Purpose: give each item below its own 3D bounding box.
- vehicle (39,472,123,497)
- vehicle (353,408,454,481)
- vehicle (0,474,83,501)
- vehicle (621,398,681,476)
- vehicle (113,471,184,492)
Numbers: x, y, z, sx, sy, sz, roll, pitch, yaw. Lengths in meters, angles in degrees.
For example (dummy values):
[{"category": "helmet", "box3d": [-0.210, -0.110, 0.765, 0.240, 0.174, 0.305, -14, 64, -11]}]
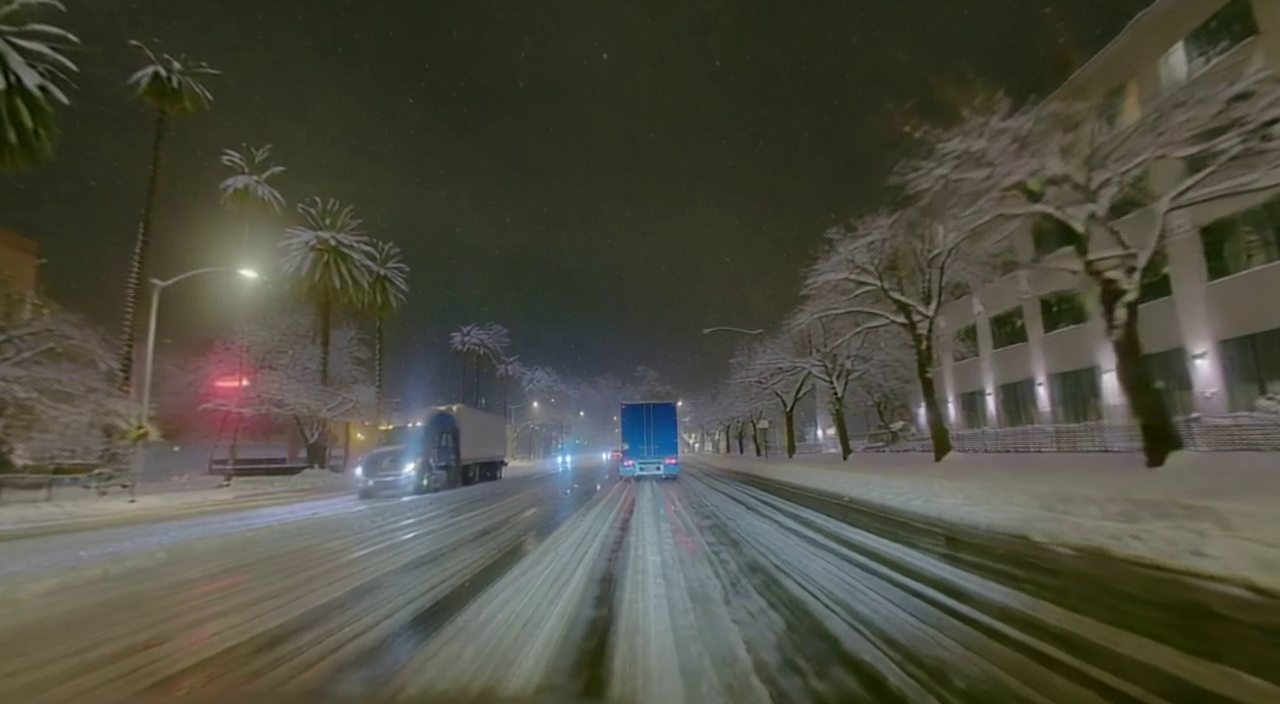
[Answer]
[{"category": "vehicle", "box3d": [-35.205, 8.352, 39.589, 3.645, 1.423, 1.671, 0, -9, 2]}, {"category": "vehicle", "box3d": [-14.009, 5.595, 37.969, 3.008, 3.997, 7.313, 0, -9, 2]}, {"category": "vehicle", "box3d": [-35.285, 7.941, 36.801, 3.645, 1.436, 1.673, 0, -9, 1]}, {"category": "vehicle", "box3d": [0.368, 5.194, 37.773, 2.992, 3.949, 11.815, 0, -9, -2]}, {"category": "vehicle", "box3d": [-35.414, 9.316, 45.265, 3.601, 1.427, 1.646, 0, -9, -2]}]
